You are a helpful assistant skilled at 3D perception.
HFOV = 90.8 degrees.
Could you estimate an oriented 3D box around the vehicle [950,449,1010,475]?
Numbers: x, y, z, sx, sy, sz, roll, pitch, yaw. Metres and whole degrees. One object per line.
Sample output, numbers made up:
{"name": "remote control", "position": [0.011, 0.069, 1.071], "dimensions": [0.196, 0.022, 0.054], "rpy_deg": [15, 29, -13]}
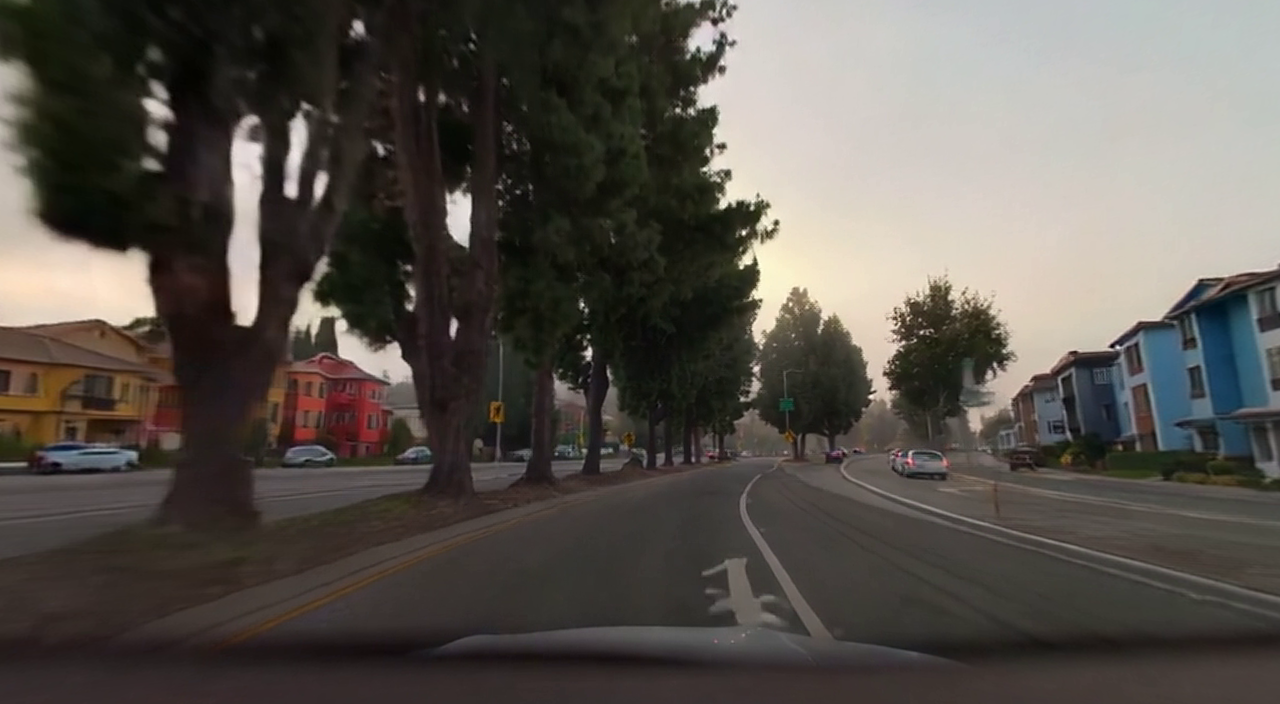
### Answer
{"name": "vehicle", "position": [21.595, 6.976, 40.348], "dimensions": [1.945, 1.531, 4.589], "rpy_deg": [-1, -9, 10]}

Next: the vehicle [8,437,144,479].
{"name": "vehicle", "position": [-27.954, 5.376, 31.573], "dimensions": [1.958, 1.708, 4.611], "rpy_deg": [-6, -14, 13]}

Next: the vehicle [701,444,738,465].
{"name": "vehicle", "position": [6.198, 7.848, 48.699], "dimensions": [2.081, 1.489, 4.863], "rpy_deg": [-2, -9, 16]}

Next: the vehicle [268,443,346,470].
{"name": "vehicle", "position": [-24.063, 7.542, 45.912], "dimensions": [2.013, 1.792, 4.950], "rpy_deg": [-3, -9, 17]}

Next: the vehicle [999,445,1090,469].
{"name": "vehicle", "position": [27.145, 7.035, 42.526], "dimensions": [4.669, 1.517, 1.993], "rpy_deg": [-1, -9, 8]}

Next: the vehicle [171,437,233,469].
{"name": "vehicle", "position": [-30.626, 7.085, 44.128], "dimensions": [4.799, 1.651, 2.268], "rpy_deg": [-12, -8, 38]}

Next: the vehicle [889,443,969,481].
{"name": "vehicle", "position": [13.463, 5.254, 29.777], "dimensions": [1.988, 1.487, 4.479], "rpy_deg": [-2, -13, 6]}
